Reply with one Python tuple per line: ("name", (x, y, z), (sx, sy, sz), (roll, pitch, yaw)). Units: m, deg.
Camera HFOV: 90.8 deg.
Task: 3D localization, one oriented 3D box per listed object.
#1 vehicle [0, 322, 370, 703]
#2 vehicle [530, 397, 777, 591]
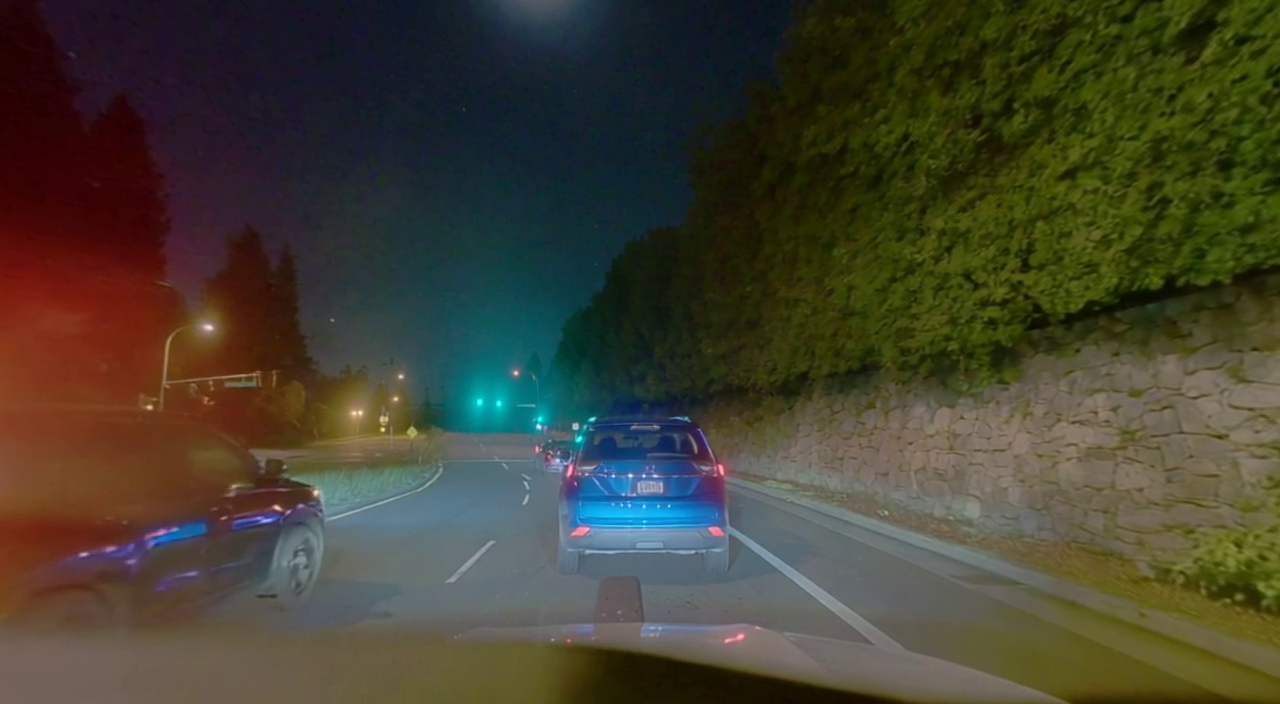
("vehicle", (-3.437, 0.961, 3.505), (2.205, 1.716, 4.448), (1, -8, -5))
("vehicle", (-0.048, 1.618, 8.051), (2.287, 1.762, 4.269), (1, -8, -5))
